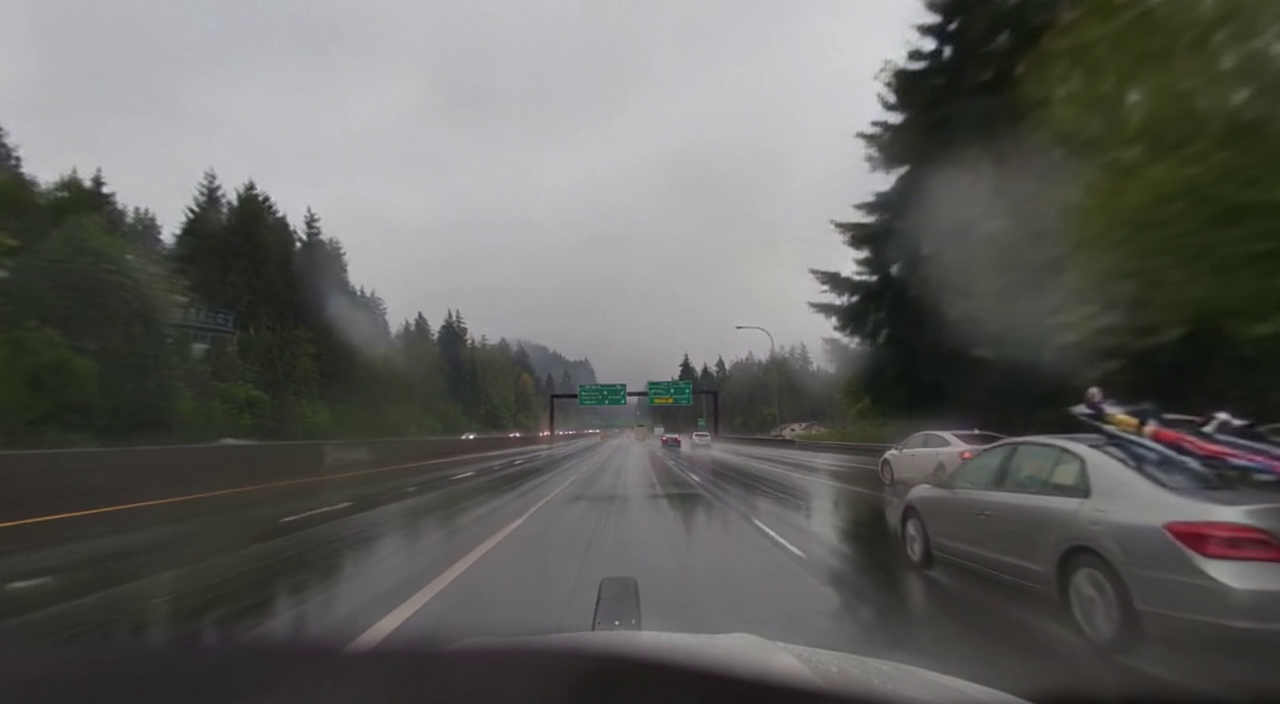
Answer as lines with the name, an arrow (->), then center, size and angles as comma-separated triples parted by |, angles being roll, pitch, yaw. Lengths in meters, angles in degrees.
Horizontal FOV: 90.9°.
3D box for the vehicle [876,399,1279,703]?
vehicle -> 3.726, 1.178, 4.604 | 2.094, 1.441, 4.568 | 0, -8, -2
